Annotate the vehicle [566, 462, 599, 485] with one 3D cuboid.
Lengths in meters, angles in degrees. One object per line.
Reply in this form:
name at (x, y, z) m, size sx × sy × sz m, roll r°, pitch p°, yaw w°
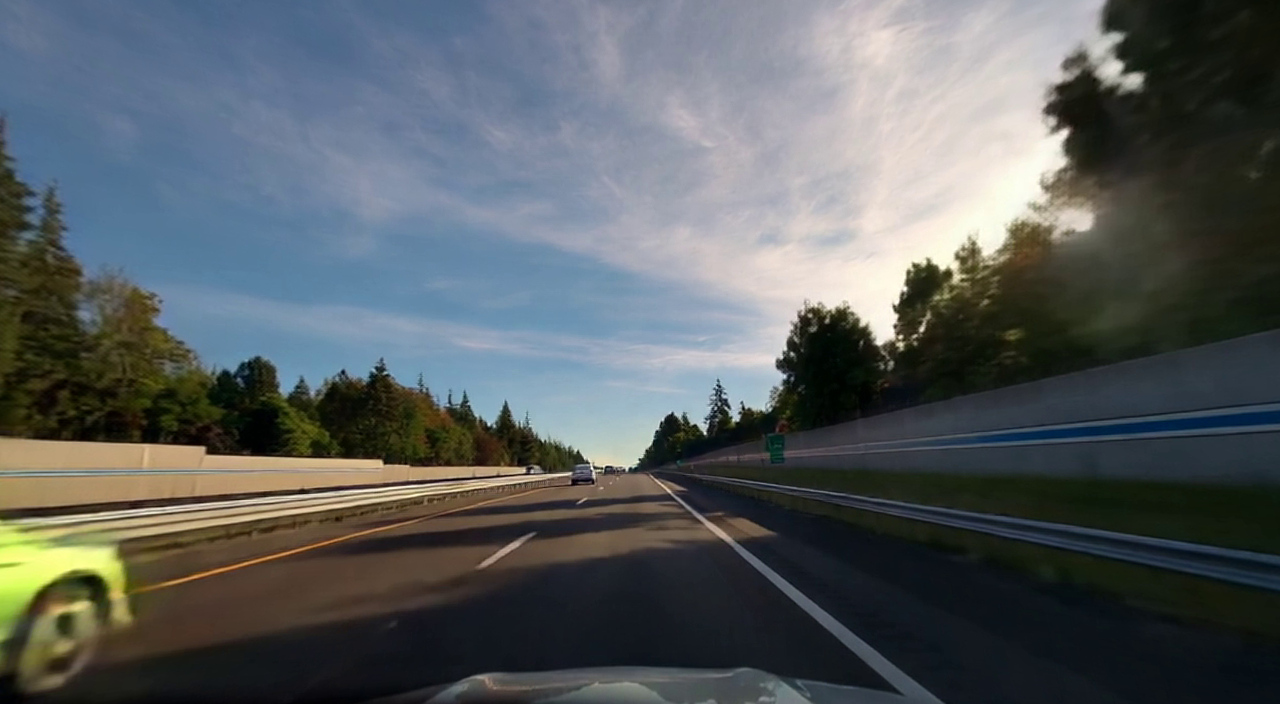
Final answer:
vehicle at (-4.053, 8.657, 44.834) m, size 1.985 × 1.515 × 3.839 m, roll 1°, pitch -11°, yaw 0°
